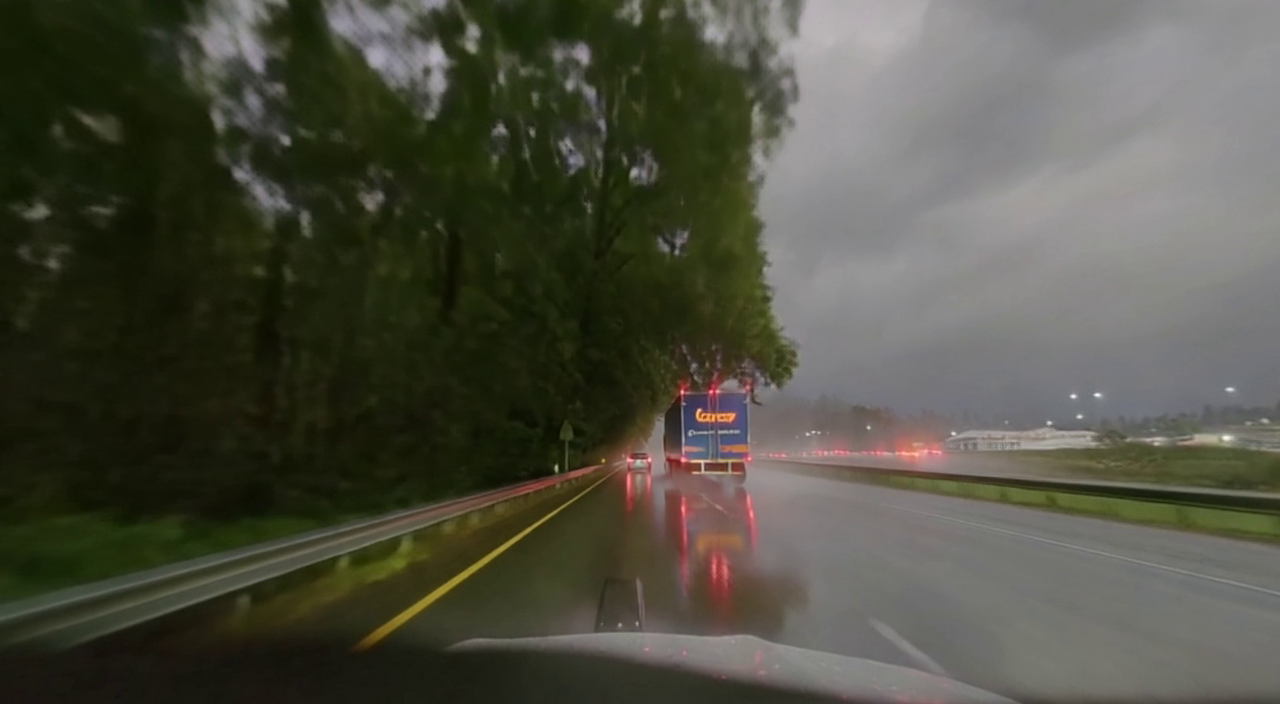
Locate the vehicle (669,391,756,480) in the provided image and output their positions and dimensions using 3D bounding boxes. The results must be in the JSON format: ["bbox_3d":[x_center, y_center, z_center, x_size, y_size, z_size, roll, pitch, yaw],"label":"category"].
[{"bbox_3d":[3.655,4.772,35.125,3.440,4.090,11.380,-1,-9,0],"label":"vehicle"}]
